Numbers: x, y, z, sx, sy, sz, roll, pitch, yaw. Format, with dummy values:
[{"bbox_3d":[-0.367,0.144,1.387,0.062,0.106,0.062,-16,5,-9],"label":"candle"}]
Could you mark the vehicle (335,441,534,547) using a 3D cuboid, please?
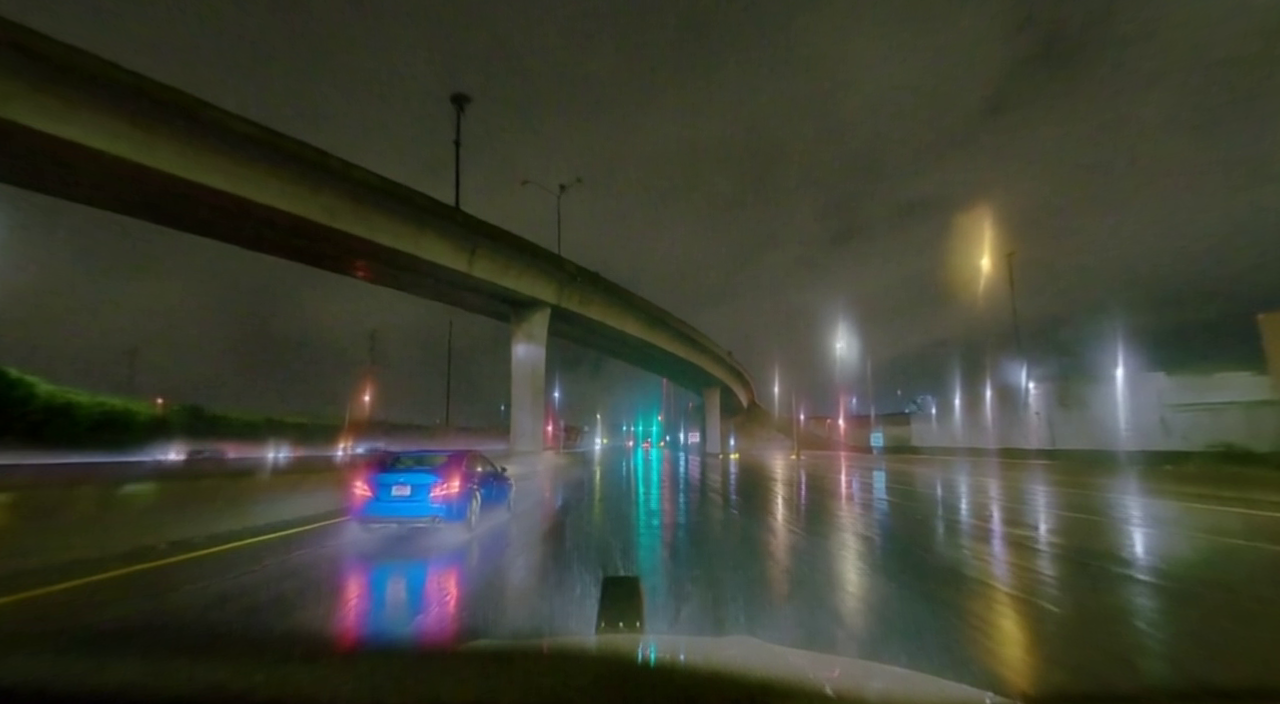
[{"bbox_3d":[-3.268,2.329,11.062,2.044,1.478,4.114,0,-9,1],"label":"vehicle"}]
